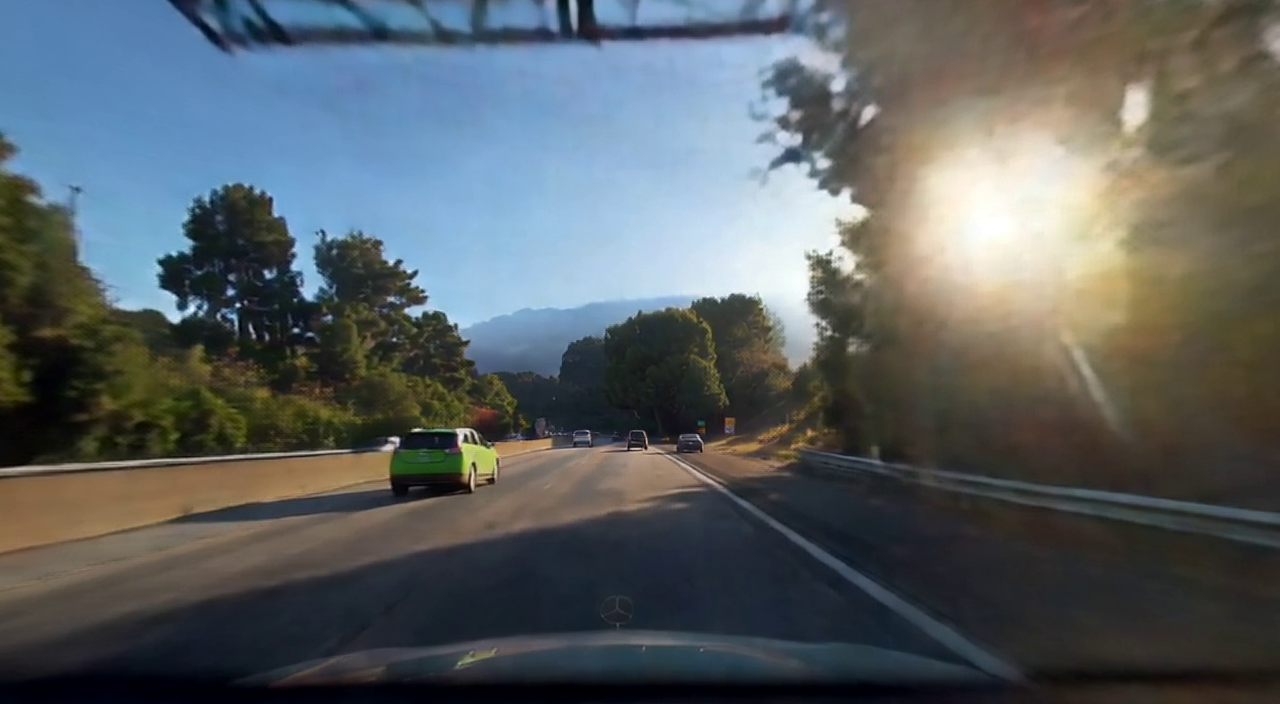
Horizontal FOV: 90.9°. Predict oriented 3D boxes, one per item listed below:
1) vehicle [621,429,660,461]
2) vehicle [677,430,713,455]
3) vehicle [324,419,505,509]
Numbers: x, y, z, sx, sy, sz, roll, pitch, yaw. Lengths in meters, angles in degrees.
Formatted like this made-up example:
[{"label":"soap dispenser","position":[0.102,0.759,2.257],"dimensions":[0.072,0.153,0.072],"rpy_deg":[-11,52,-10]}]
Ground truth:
[{"label":"vehicle","position":[0.034,4.652,31.701],"dimensions":[1.869,1.466,3.356],"rpy_deg":[0,-8,1]},{"label":"vehicle","position":[3.541,5.899,41.258],"dimensions":[1.841,1.491,3.869],"rpy_deg":[0,-8,-2]},{"label":"vehicle","position":[-4.323,2.210,13.085],"dimensions":[2.023,1.512,4.804],"rpy_deg":[0,-8,-1]}]
